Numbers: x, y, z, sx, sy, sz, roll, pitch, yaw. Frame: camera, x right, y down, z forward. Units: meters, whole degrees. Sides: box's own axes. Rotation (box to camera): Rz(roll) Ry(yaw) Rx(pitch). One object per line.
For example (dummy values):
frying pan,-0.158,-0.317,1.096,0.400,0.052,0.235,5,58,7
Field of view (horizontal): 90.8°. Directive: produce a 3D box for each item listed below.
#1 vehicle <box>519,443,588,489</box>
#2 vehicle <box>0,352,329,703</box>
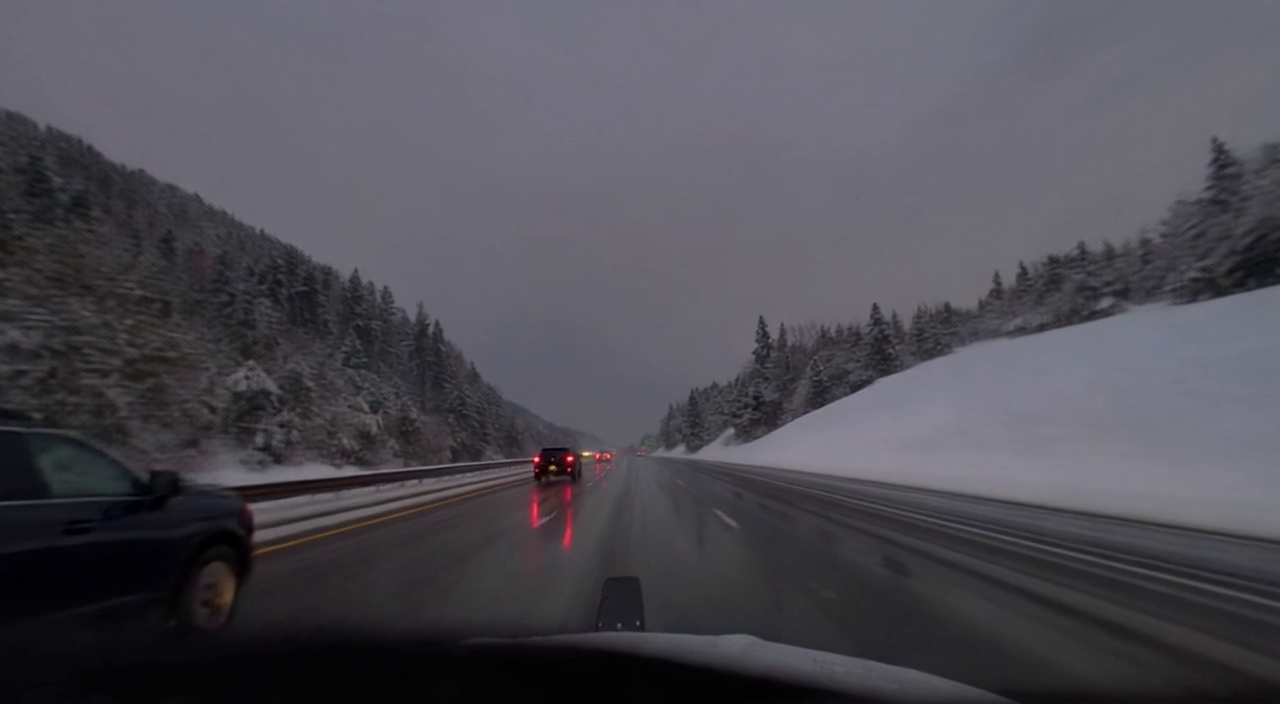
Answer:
vehicle,-3.127,4.215,23.618,1.944,1.548,4.051,0,-9,1
vehicle,-3.624,0.904,2.749,2.147,1.708,4.630,0,-9,0
